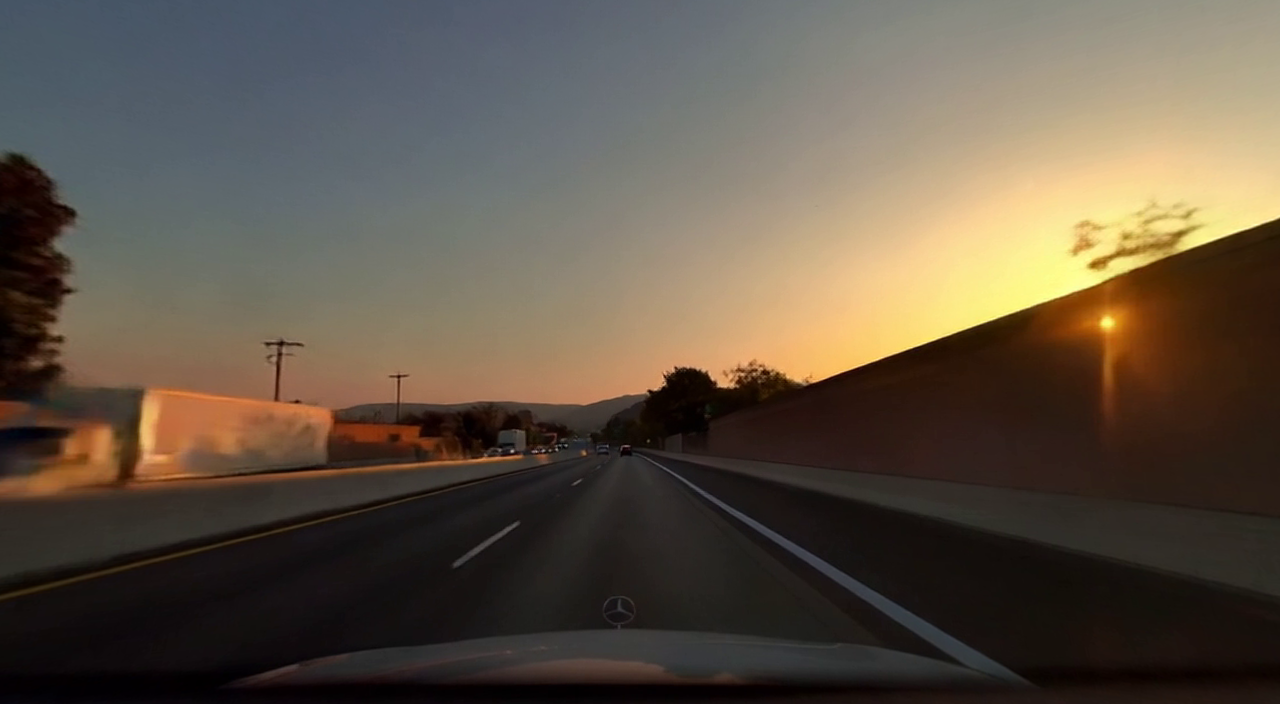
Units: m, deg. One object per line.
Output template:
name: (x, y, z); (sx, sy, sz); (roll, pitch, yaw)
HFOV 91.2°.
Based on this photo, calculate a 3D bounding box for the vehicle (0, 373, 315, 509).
vehicle: (-17.187, 3.389, 23.391); (3.293, 3.600, 13.598); (0, -9, -2)
